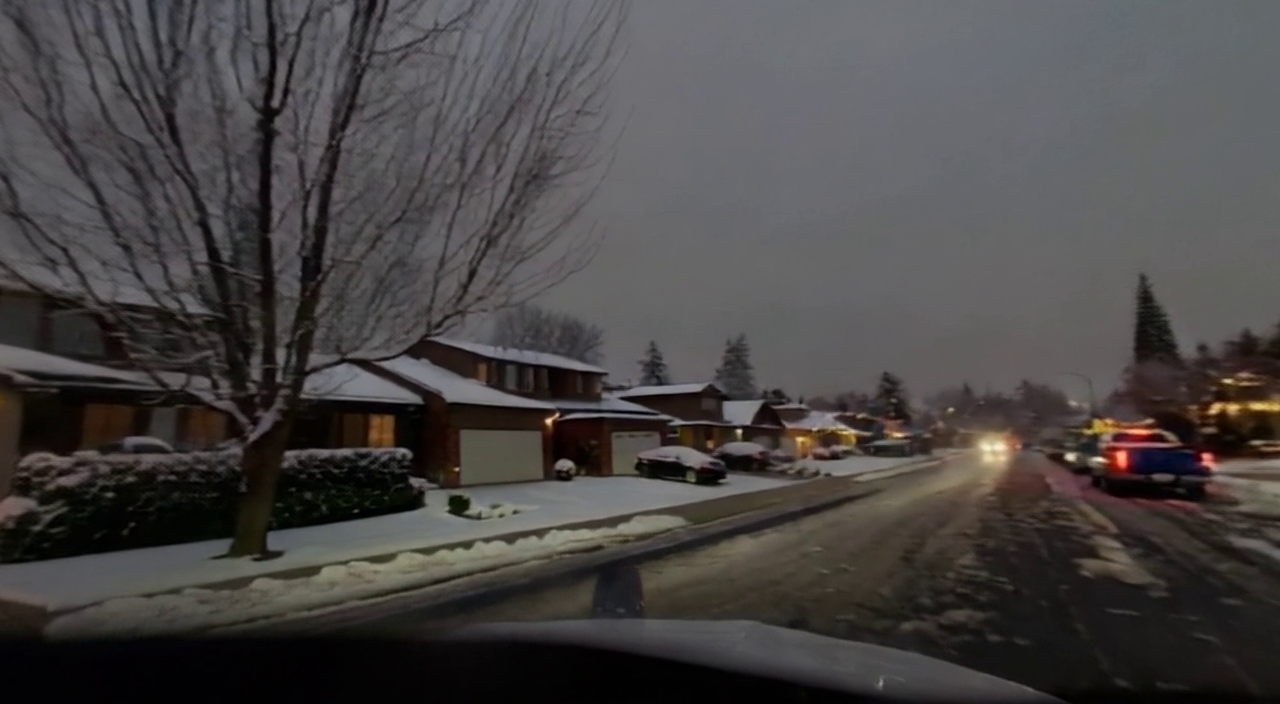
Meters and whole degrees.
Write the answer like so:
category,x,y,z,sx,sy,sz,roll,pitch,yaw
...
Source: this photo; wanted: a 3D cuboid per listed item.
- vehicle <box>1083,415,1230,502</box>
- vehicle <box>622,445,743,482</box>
category,x,y,z,sx,sy,sz,roll,pitch,yaw
vehicle,14.136,2.911,17.732,2.552,2.024,5.414,-6,-10,34
vehicle,1.797,4.775,27.304,4.916,1.485,1.807,-5,-10,28
